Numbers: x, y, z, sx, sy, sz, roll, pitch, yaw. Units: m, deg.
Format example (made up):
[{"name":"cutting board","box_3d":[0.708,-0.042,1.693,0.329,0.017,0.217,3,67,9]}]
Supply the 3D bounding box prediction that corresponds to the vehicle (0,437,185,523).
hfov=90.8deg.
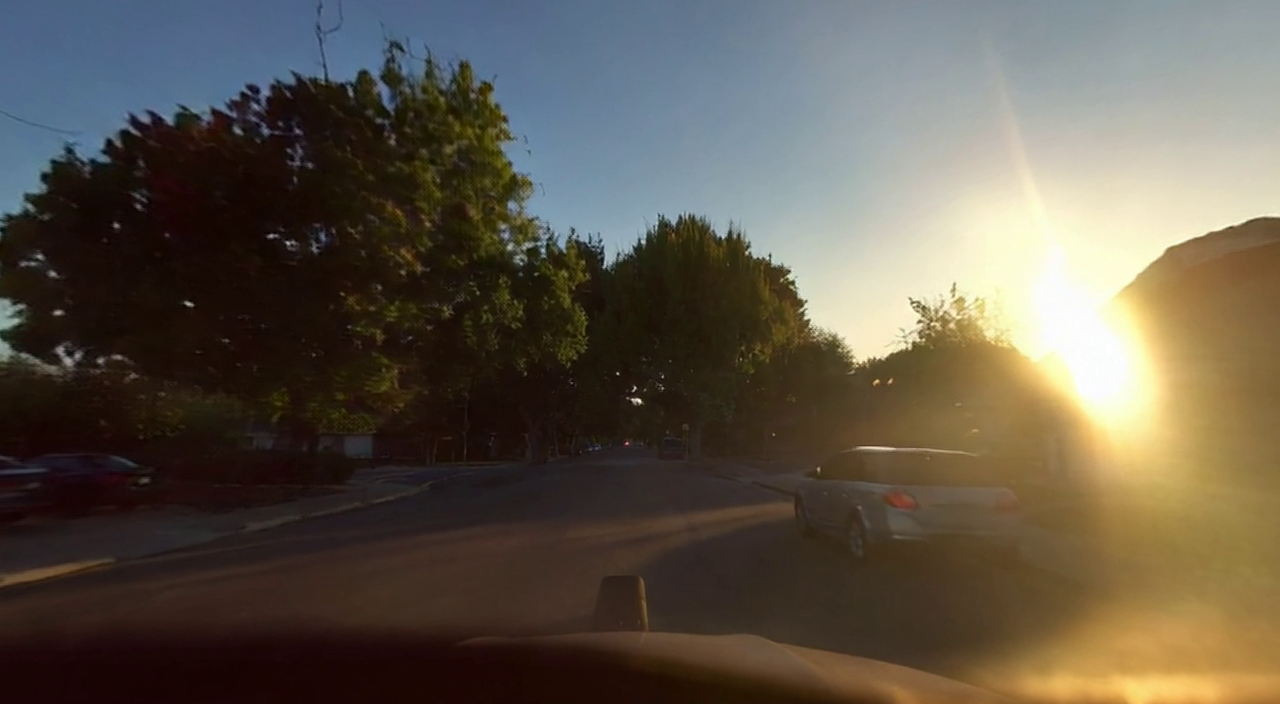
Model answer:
[{"name":"vehicle","box_3d":[-12.365,2.658,13.448,3.972,1.628,1.963,-2,-8,9]}]

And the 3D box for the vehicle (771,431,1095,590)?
[{"name":"vehicle","box_3d":[3.242,1.812,8.197,1.986,1.476,4.306,0,-8,-2]}]
